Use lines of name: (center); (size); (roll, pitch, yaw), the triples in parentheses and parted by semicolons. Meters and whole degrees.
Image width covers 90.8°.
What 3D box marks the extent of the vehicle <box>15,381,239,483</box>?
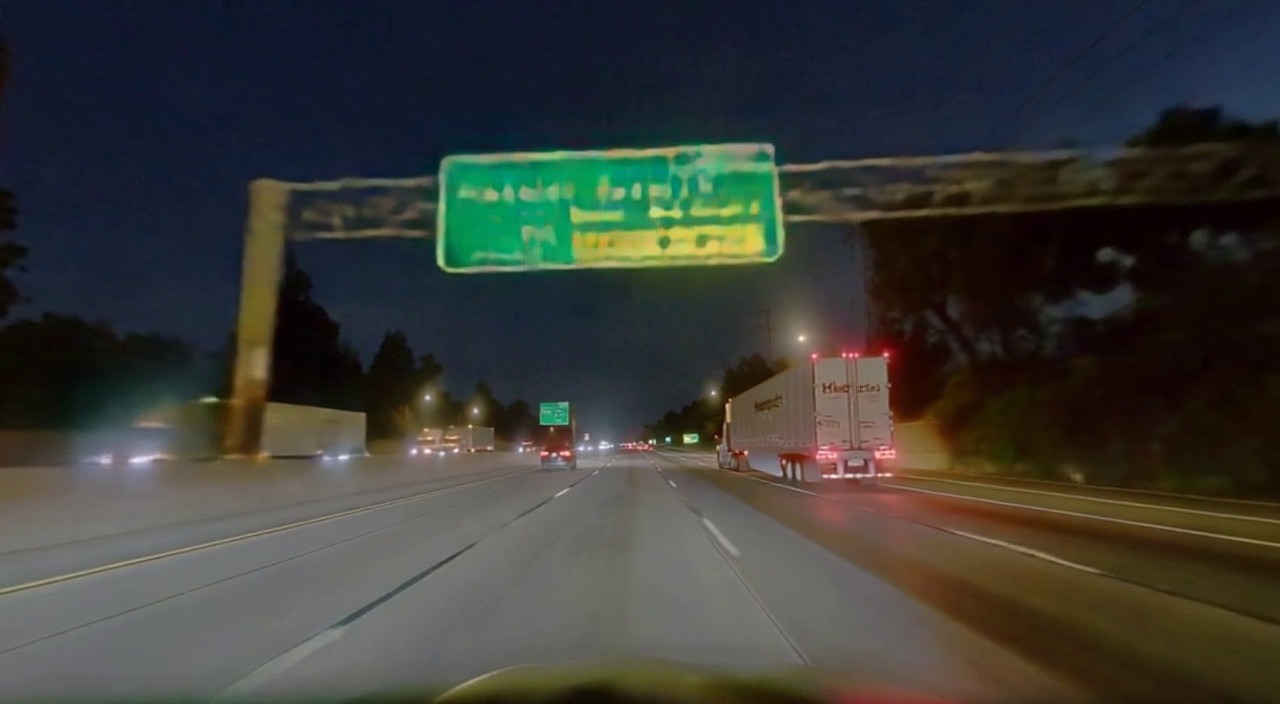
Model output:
vehicle: (-21.185, 3.501, 26.989); (3.026, 3.740, 7.644); (0, -9, 0)

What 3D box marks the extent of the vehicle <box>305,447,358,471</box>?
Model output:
vehicle: (-17.918, 6.190, 36.827); (1.449, 1.325, 3.238); (0, -9, 0)

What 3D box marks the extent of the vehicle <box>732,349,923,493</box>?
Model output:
vehicle: (6.601, 3.184, 26.356); (2.919, 4.195, 15.833); (0, -9, -1)

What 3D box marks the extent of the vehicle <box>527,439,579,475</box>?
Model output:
vehicle: (-4.290, 5.288, 31.935); (2.027, 1.651, 4.099); (0, -9, 0)
